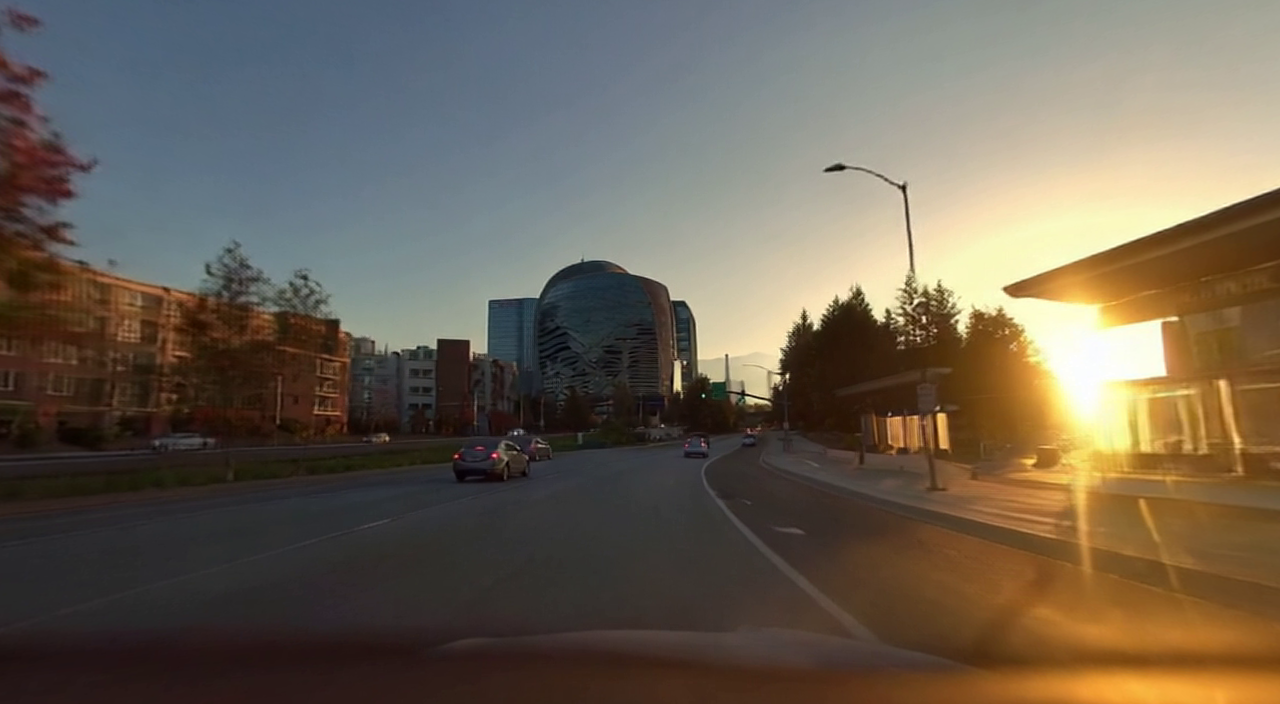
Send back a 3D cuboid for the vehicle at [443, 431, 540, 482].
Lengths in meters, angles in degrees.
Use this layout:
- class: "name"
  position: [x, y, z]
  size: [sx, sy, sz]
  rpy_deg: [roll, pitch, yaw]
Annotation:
- class: "vehicle"
  position: [-5.405, 3.882, 23.680]
  size: [2.181, 1.728, 4.515]
  rpy_deg: [-1, -9, 5]
